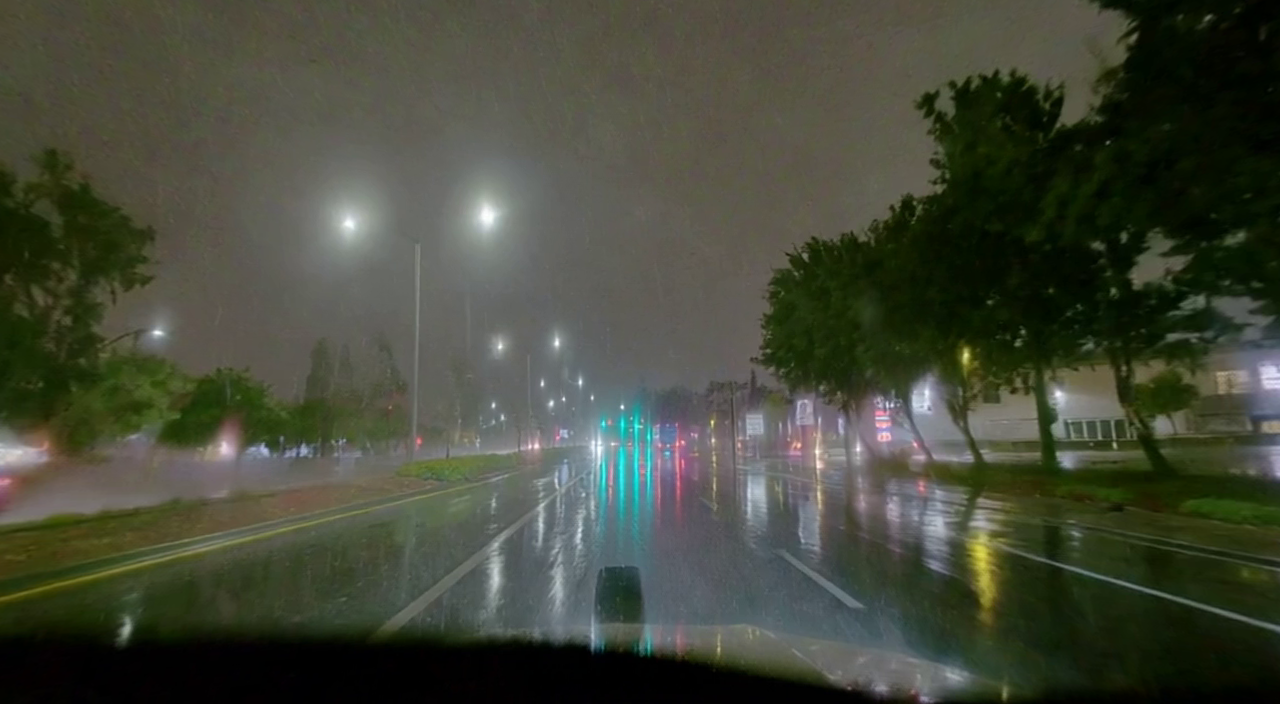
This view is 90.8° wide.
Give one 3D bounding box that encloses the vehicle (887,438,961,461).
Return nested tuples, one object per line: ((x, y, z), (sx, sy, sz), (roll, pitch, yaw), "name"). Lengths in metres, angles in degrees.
((20.402, 7.012, 45.496), (4.416, 1.561, 1.876), (0, -9, -1), "vehicle")

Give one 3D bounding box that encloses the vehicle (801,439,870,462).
((13.945, 7.026, 45.169), (4.296, 1.596, 1.807), (0, -9, -1), "vehicle")
